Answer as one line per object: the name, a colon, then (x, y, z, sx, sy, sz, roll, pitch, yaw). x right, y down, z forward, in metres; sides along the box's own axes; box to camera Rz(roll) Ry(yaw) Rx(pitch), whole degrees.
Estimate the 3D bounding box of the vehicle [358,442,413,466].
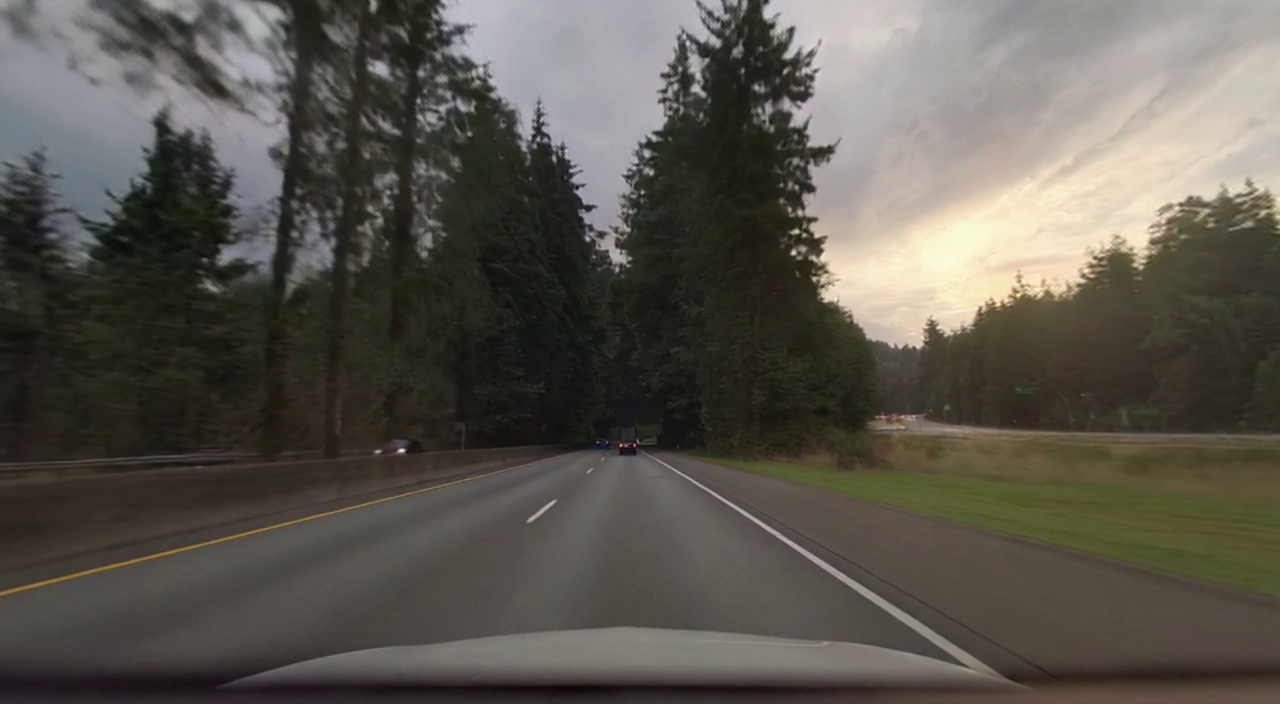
vehicle: (-16.760, 6.694, 41.625, 1.890, 1.480, 4.241, 0, -8, 0)
